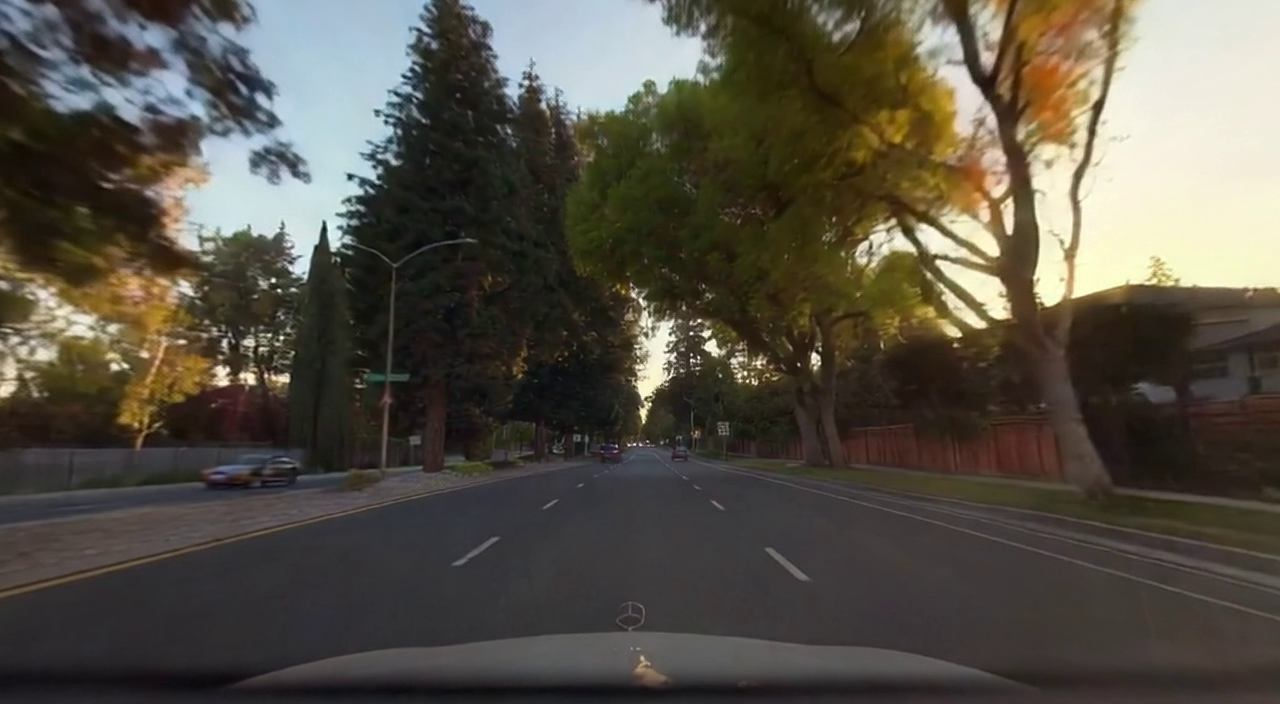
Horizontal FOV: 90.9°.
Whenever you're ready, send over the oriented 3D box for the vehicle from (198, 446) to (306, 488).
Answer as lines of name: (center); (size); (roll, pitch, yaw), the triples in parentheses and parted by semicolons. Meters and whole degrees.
vehicle: (-17.938, 5.295, 29.494); (1.978, 1.766, 4.752); (0, -9, 0)
